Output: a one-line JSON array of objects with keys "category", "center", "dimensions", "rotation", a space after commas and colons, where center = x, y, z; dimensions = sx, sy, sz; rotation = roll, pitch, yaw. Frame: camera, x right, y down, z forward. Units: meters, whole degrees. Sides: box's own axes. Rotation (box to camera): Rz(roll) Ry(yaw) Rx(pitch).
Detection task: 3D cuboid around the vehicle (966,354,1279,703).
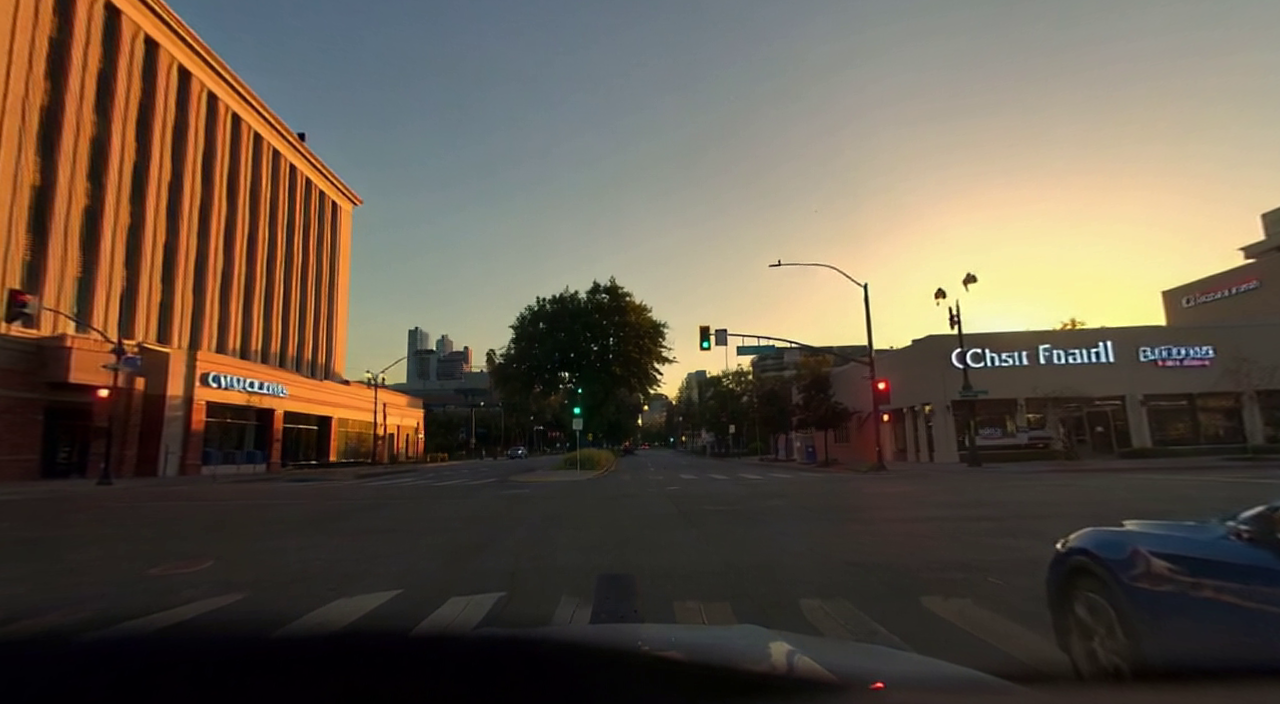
[{"category": "vehicle", "center": [3.040, 0.730, 1.311], "dimensions": [2.015, 1.641, 4.995], "rotation": [0, -9, 0]}]
